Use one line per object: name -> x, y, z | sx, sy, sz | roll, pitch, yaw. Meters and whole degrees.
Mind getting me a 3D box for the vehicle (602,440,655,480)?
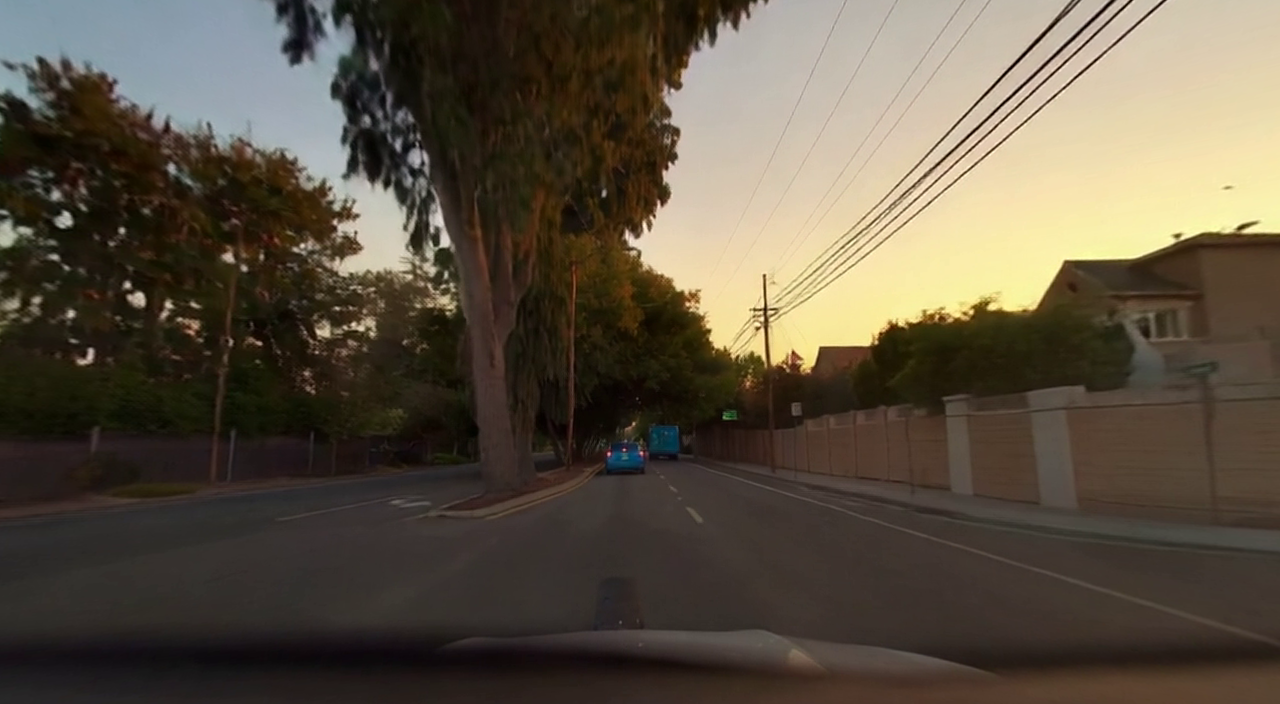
vehicle -> -0.463, 4.419, 26.150 | 2.018, 1.511, 3.993 | 0, -8, -1
